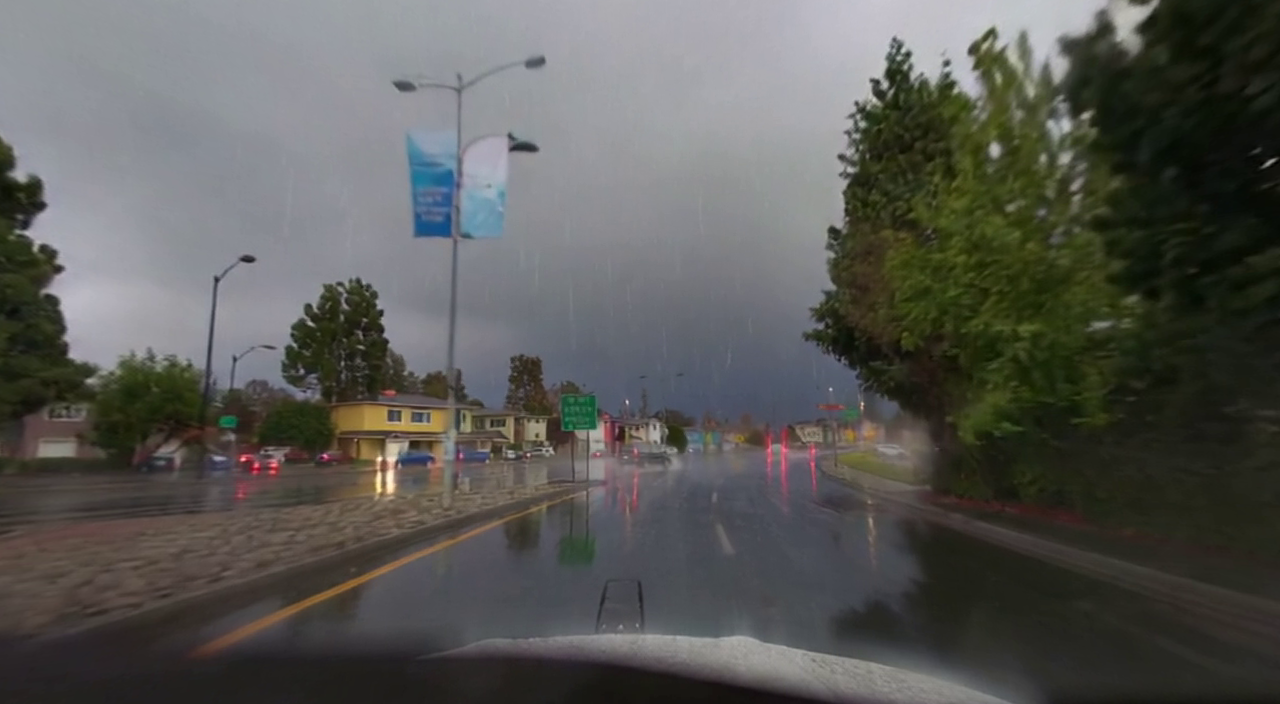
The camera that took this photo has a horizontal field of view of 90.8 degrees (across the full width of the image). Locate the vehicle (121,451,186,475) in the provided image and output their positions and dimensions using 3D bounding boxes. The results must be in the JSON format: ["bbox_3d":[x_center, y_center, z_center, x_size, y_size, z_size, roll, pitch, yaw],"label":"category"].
[{"bbox_3d":[-35.110,8.002,45.600,4.207,1.612,1.951,-5,-10,26],"label":"vehicle"}]

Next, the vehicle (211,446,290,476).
[{"bbox_3d":[-28.256,7.994,45.996,1.944,1.714,4.408,-8,-16,24],"label":"vehicle"}]

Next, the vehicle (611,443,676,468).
[{"bbox_3d":[0.294,6.565,40.191,2.081,1.489,4.863,-5,-10,27],"label":"vehicle"}]

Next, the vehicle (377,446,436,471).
[{"bbox_3d":[-15.635,7.135,42.494,1.753,1.553,3.575,-4,-9,21],"label":"vehicle"}]
